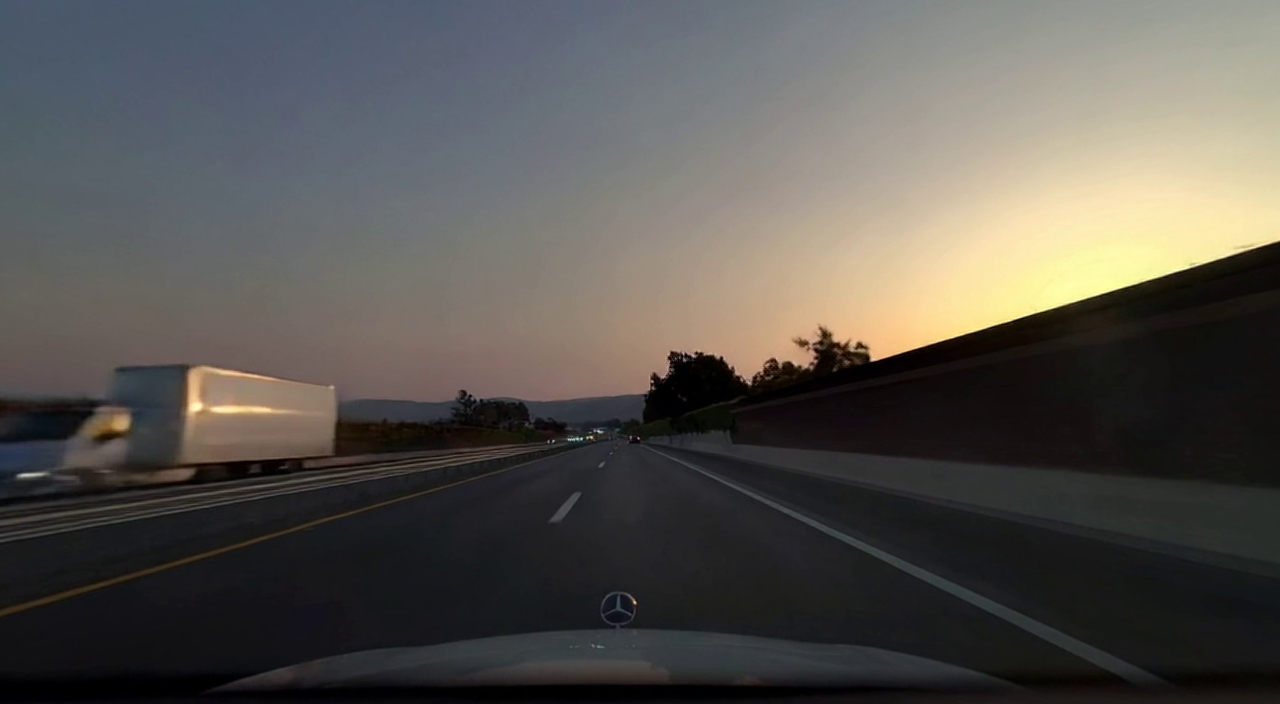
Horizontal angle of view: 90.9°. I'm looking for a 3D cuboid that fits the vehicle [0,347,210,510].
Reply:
[{"bbox_3d":[-16.296,2.231,18.227,3.068,3.877,6.541,0,-8,-1],"label":"vehicle"}]
